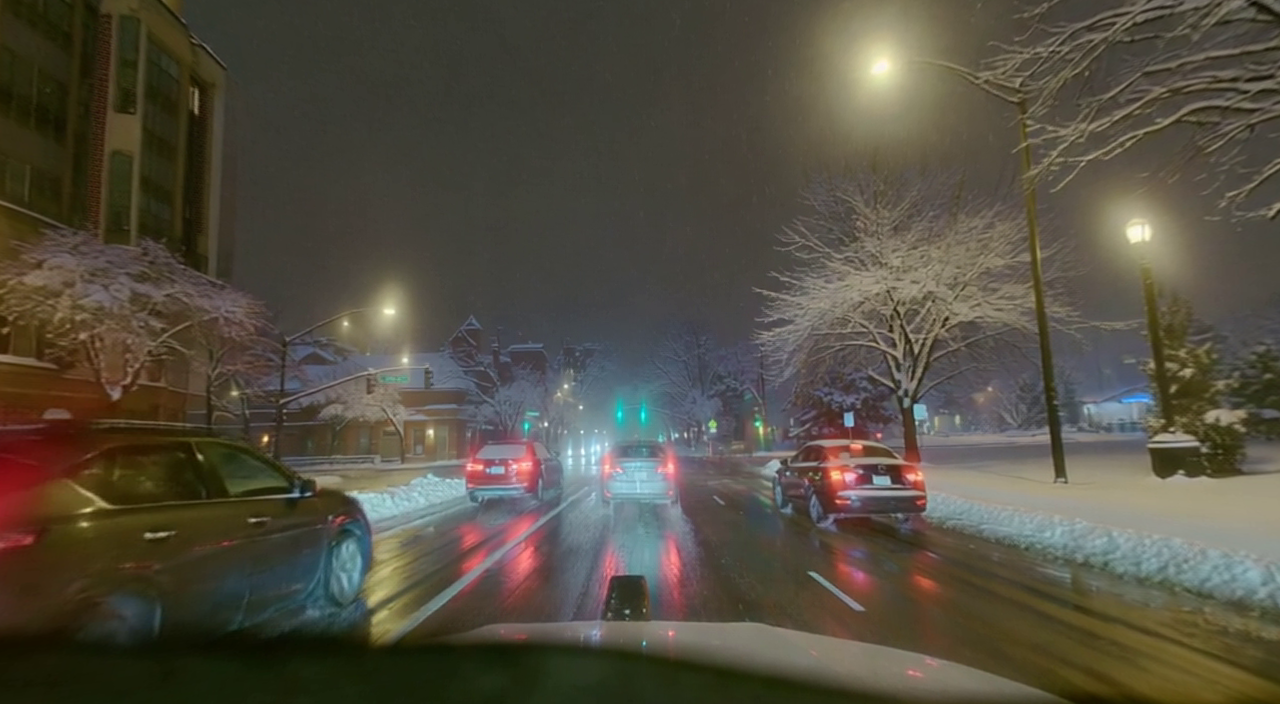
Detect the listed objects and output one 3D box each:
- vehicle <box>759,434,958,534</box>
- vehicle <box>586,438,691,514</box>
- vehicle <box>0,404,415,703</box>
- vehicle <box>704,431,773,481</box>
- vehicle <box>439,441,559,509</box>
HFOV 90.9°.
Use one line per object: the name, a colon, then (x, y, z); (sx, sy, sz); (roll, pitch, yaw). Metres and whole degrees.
vehicle: (3.717, 2.314, 11.743); (1.990, 1.486, 4.431); (0, -8, -2)
vehicle: (-0.091, 2.769, 14.620); (2.101, 1.480, 3.929); (0, -8, -2)
vehicle: (-3.315, 1.203, 4.067); (2.038, 1.481, 4.379); (0, -8, 1)
vehicle: (4.195, 4.516, 27.755); (2.142, 1.957, 5.443); (0, -8, 0)
vehicle: (-3.398, 3.033, 16.056); (2.002, 1.465, 4.098); (0, -8, 2)
